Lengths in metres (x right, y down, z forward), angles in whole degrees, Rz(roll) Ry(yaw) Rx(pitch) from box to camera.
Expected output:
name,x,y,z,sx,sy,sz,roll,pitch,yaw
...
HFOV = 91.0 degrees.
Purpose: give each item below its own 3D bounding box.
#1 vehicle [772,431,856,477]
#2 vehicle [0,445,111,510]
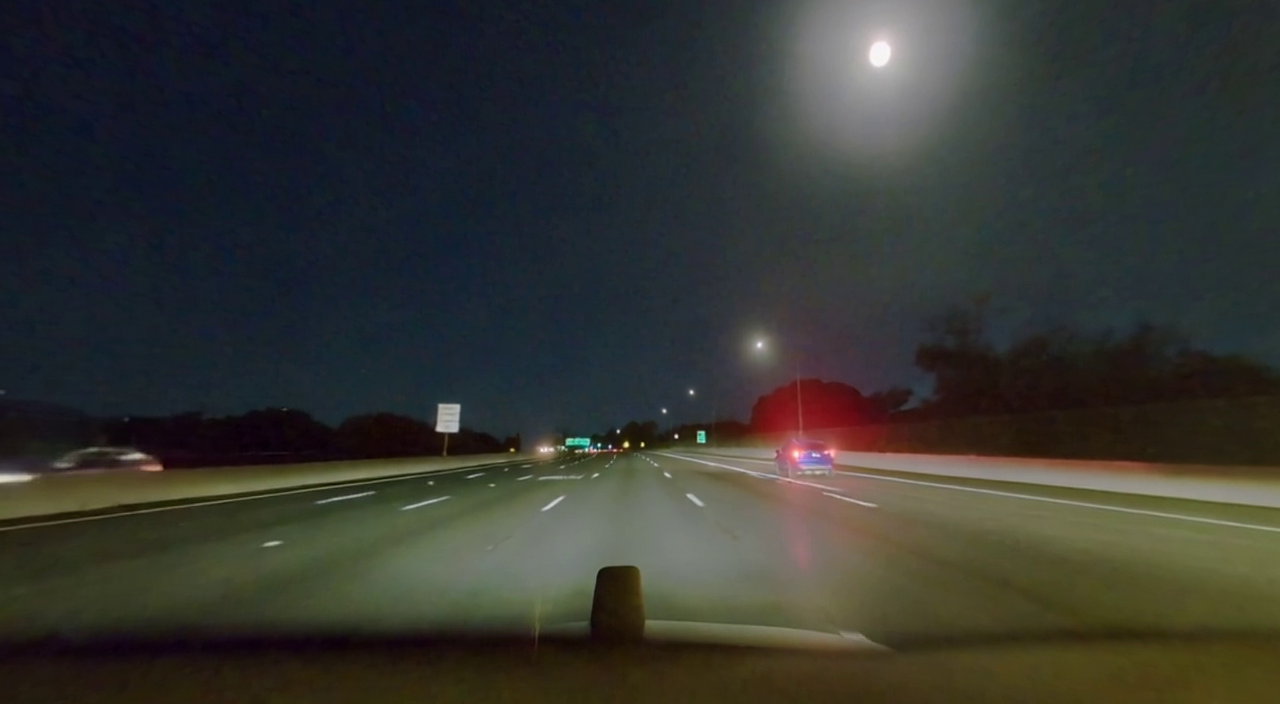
name,x,y,z,sx,sy,sz,roll,pitch,yaw
vehicle,7.030,4.193,26.009,2.091,1.711,4.383,0,-9,-2
vehicle,-15.884,3.072,15.609,1.961,1.511,4.018,0,-9,1
